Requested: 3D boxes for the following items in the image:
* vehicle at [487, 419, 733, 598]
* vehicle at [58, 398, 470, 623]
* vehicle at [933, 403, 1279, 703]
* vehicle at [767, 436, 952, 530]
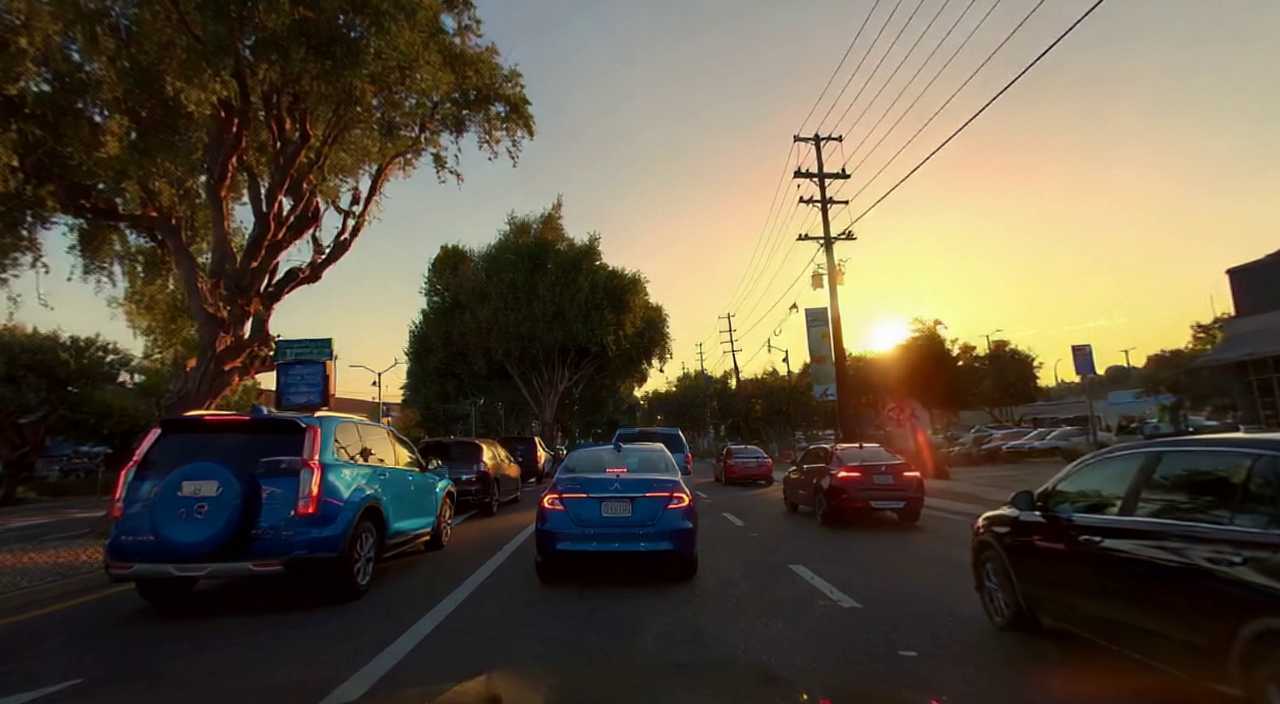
[{"bbox_3d":[-0.316,1.631,7.402,2.097,1.511,3.809,0,-9,-2],"label":"vehicle"},{"bbox_3d":[-3.443,1.524,7.010,1.979,1.697,4.254,0,-9,-1],"label":"vehicle"},{"bbox_3d":[3.643,1.077,3.391,1.929,1.479,4.723,0,-9,1],"label":"vehicle"},{"bbox_3d":[3.918,2.401,12.215,1.909,1.473,4.361,0,-9,-1],"label":"vehicle"}]
